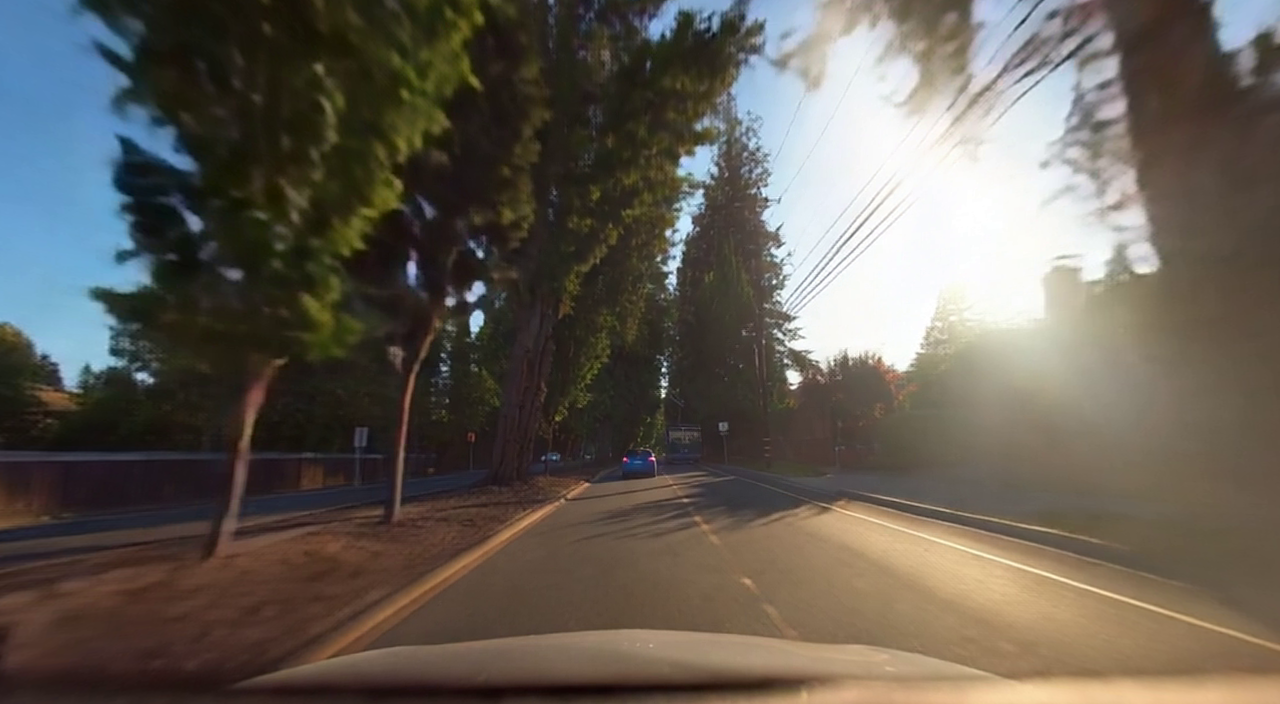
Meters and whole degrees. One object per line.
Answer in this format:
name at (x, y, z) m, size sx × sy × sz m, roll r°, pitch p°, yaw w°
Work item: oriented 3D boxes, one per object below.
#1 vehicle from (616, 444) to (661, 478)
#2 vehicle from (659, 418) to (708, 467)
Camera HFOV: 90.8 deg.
vehicle at (-0.022, 5.196, 30.321) m, size 2.018 × 1.511 × 3.993 m, roll 0°, pitch -8°, yaw 1°
vehicle at (3.159, 7.070, 49.197) m, size 2.789 × 3.285 × 12.428 m, roll 0°, pitch -9°, yaw 0°
